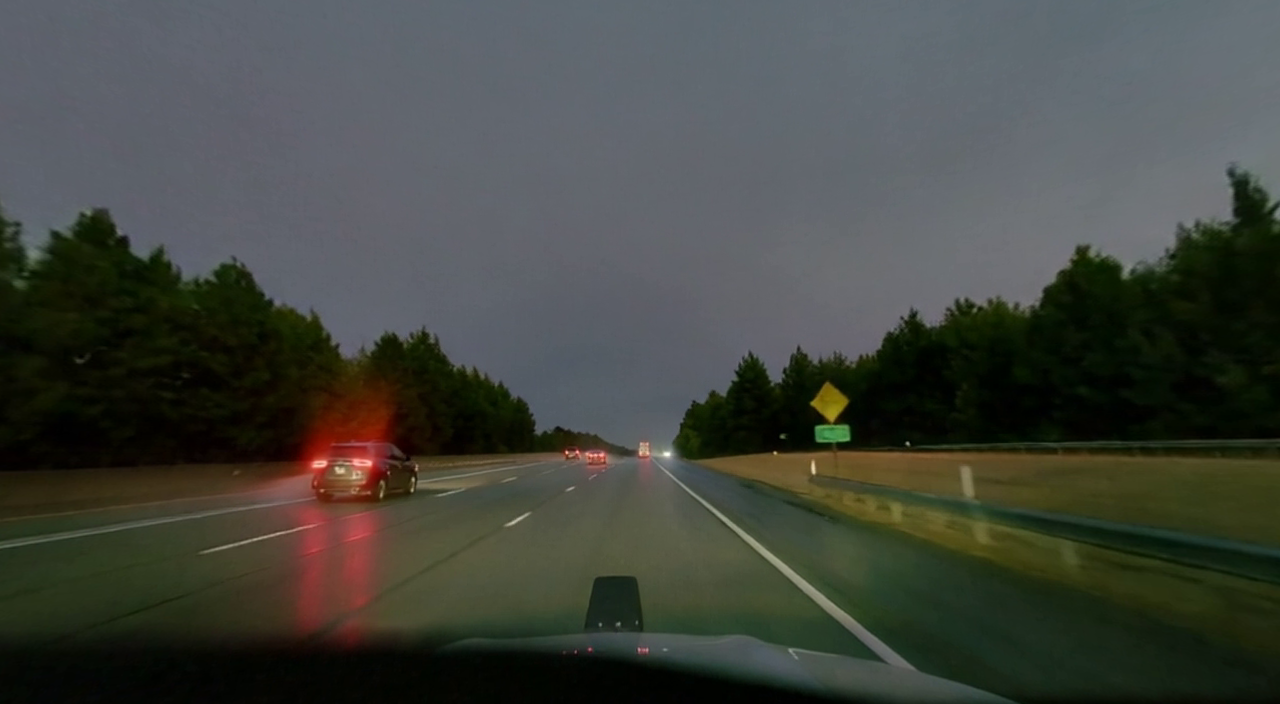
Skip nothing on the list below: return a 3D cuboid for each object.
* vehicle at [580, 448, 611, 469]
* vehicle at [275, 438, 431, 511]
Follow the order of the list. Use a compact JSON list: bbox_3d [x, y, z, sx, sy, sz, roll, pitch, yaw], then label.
[{"bbox_3d":[-3.441,8.334,49.584,2.104,1.558,4.639,0,-9,0],"label":"vehicle"},{"bbox_3d":[-7.156,3.084,16.271,2.007,1.616,4.141,0,-9,1],"label":"vehicle"}]
